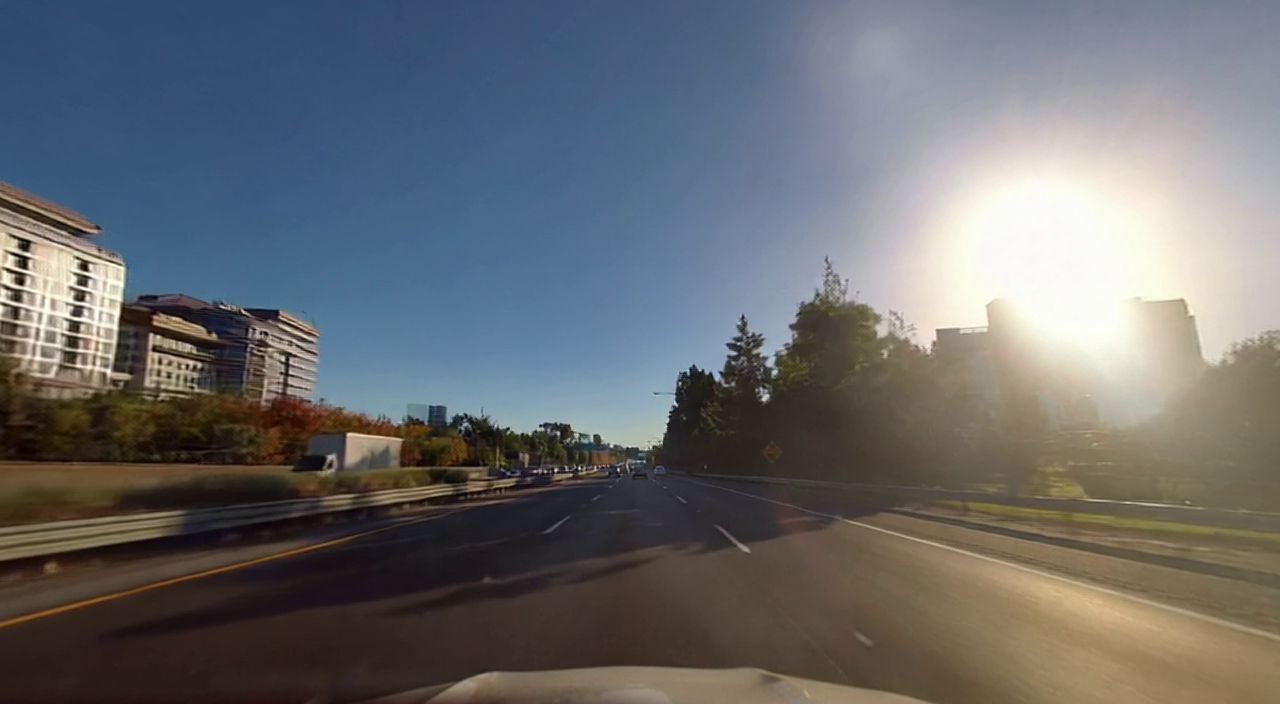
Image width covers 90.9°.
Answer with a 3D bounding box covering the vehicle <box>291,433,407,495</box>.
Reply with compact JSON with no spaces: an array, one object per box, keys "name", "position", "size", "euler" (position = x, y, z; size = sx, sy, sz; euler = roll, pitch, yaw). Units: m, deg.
[{"name":"vehicle","position":[-19.851,7.855,43.991],"size":[2.948,3.734,10.618],"euler":[1,-11,0]}]
